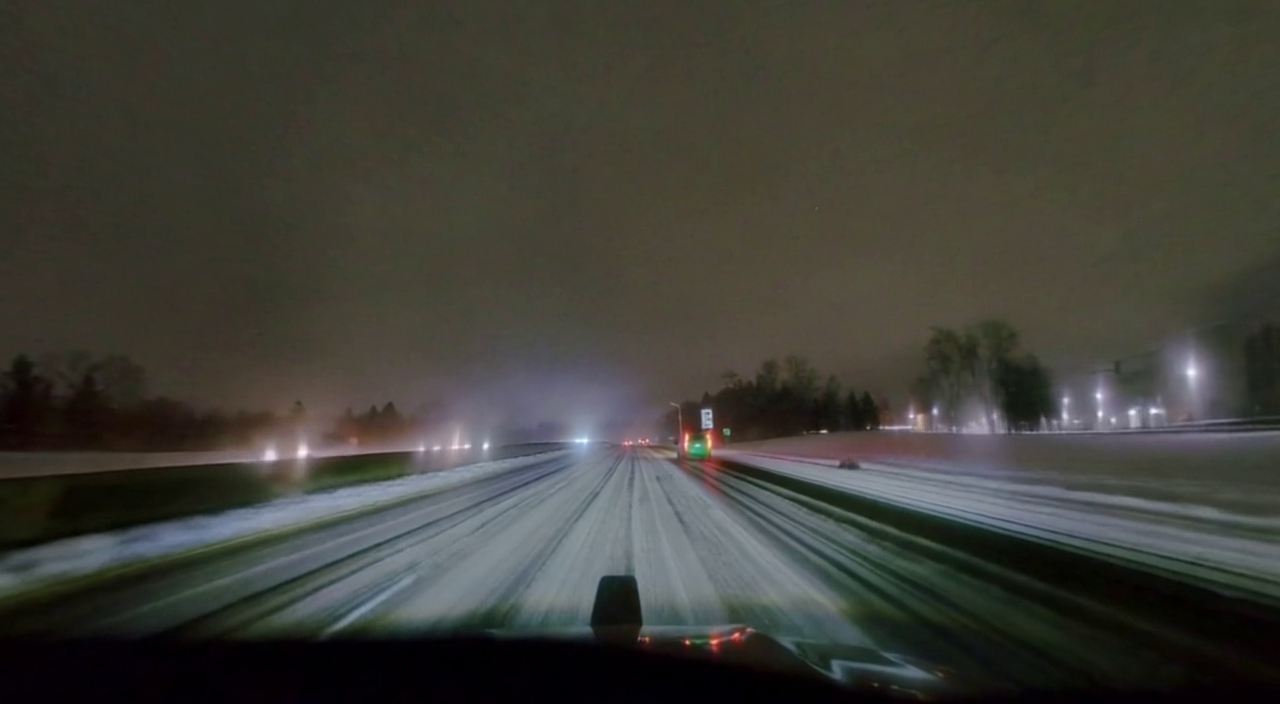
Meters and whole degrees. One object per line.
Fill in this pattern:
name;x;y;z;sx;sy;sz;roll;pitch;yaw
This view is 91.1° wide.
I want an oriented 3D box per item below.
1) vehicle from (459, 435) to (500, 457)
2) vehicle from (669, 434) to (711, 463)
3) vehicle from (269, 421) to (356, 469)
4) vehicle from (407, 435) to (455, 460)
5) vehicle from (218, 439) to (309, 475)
vehicle;-12.241;7.182;48.180;1.949;1.556;4.350;0;-8;1
vehicle;2.688;5.295;34.610;1.946;1.481;3.969;0;-8;-1
vehicle;-20.151;5.744;39.030;2.376;2.740;5.159;0;-8;2
vehicle;-16.458;7.530;49.811;2.095;1.909;4.829;0;-8;0
vehicle;-19.991;5.565;33.673;1.961;1.737;4.623;0;-8;0
